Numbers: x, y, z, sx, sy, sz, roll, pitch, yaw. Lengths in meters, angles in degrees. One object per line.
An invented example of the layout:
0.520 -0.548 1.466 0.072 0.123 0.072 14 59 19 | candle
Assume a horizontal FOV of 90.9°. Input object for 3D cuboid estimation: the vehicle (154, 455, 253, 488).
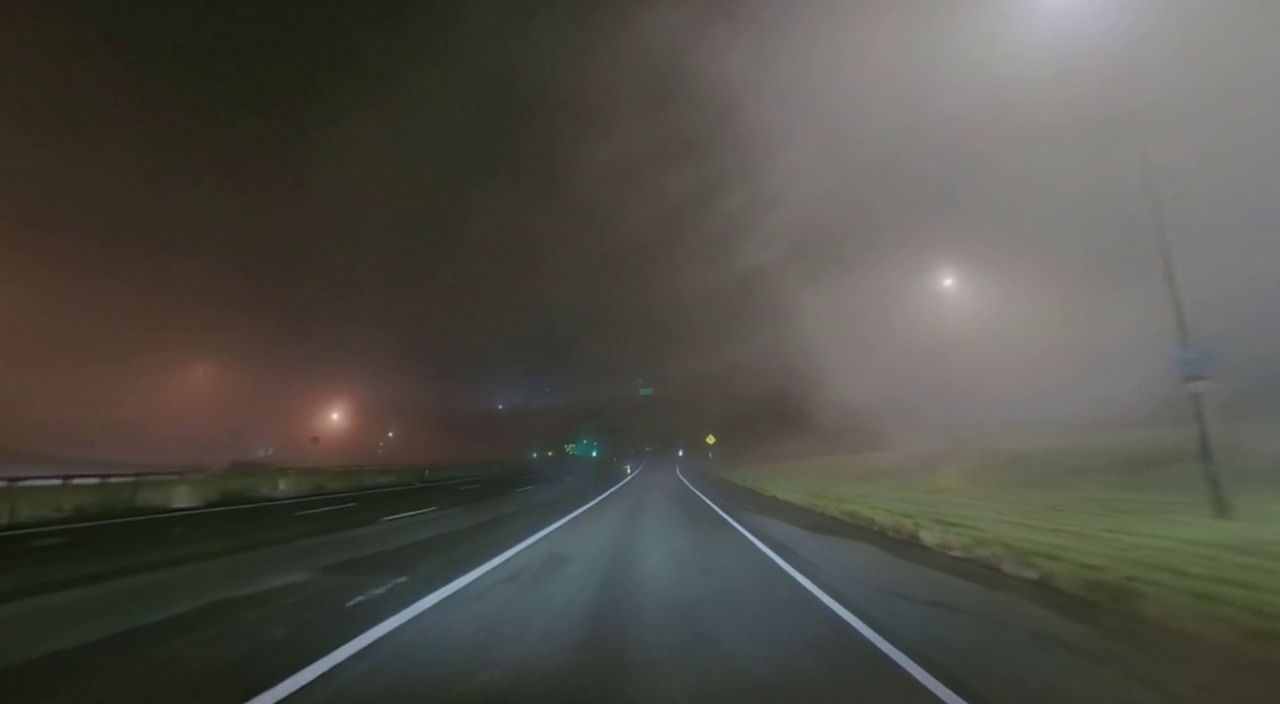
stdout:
-20.823 5.693 30.295 1.937 1.405 3.675 -1 -9 4 | vehicle
